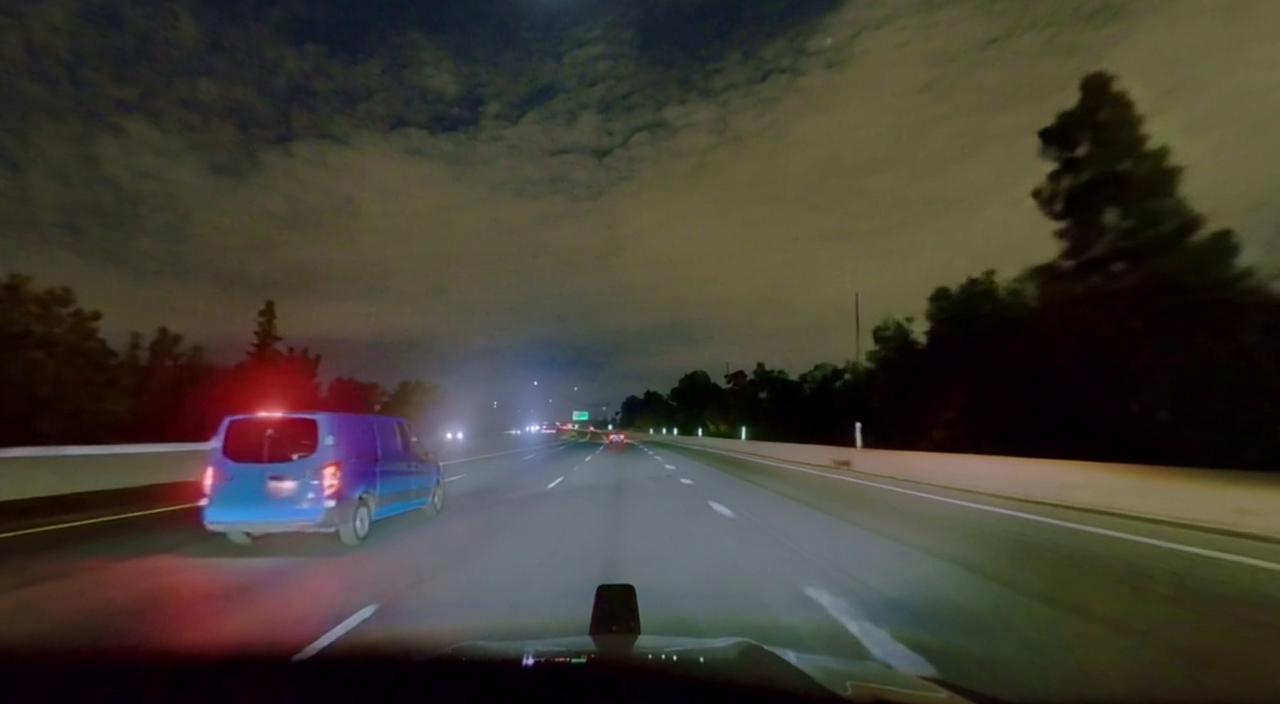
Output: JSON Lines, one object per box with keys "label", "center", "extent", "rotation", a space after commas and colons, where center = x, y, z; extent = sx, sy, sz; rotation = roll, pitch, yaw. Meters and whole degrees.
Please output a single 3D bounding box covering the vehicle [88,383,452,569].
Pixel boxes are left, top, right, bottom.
{"label": "vehicle", "center": [-4.365, 1.529, 8.664], "extent": [2.219, 1.827, 4.738], "rotation": [0, -7, -2]}
